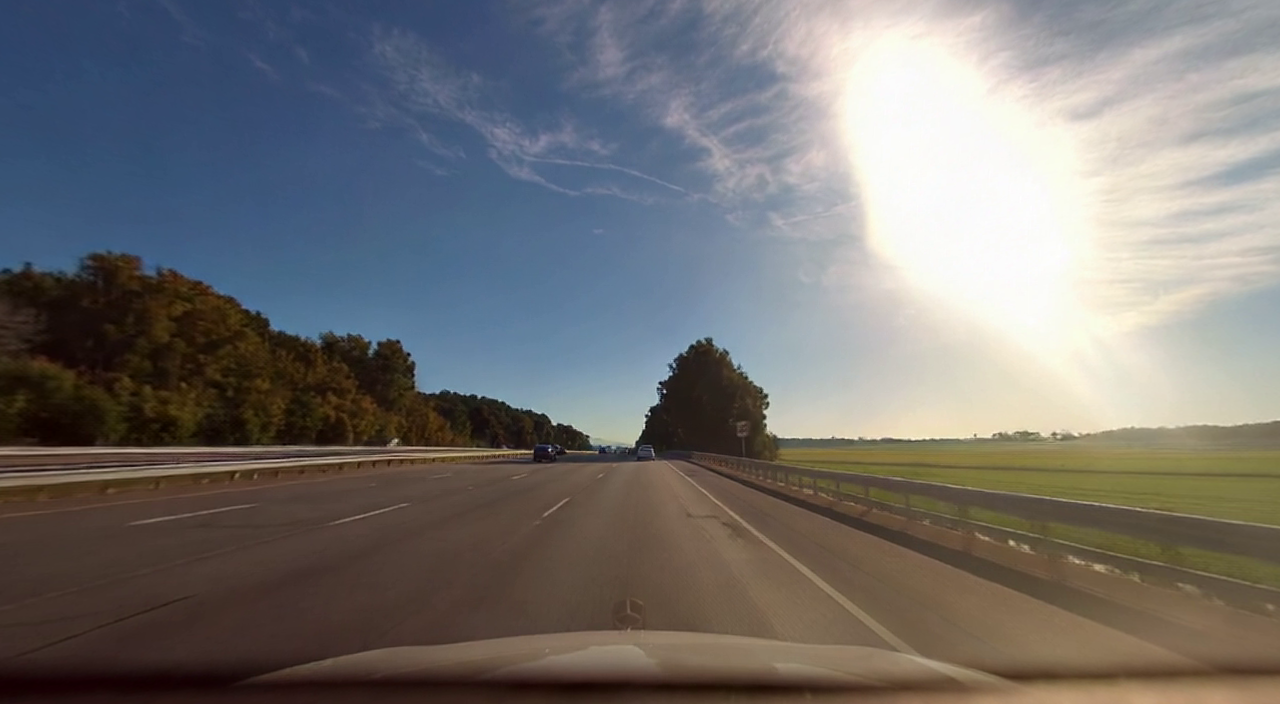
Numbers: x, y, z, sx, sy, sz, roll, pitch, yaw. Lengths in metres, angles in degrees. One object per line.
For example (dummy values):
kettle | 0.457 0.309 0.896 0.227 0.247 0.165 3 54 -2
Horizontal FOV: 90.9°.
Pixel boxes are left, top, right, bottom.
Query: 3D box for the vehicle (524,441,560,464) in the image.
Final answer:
vehicle | -7.197 7.424 46.813 1.972 1.603 3.891 0 -8 1
